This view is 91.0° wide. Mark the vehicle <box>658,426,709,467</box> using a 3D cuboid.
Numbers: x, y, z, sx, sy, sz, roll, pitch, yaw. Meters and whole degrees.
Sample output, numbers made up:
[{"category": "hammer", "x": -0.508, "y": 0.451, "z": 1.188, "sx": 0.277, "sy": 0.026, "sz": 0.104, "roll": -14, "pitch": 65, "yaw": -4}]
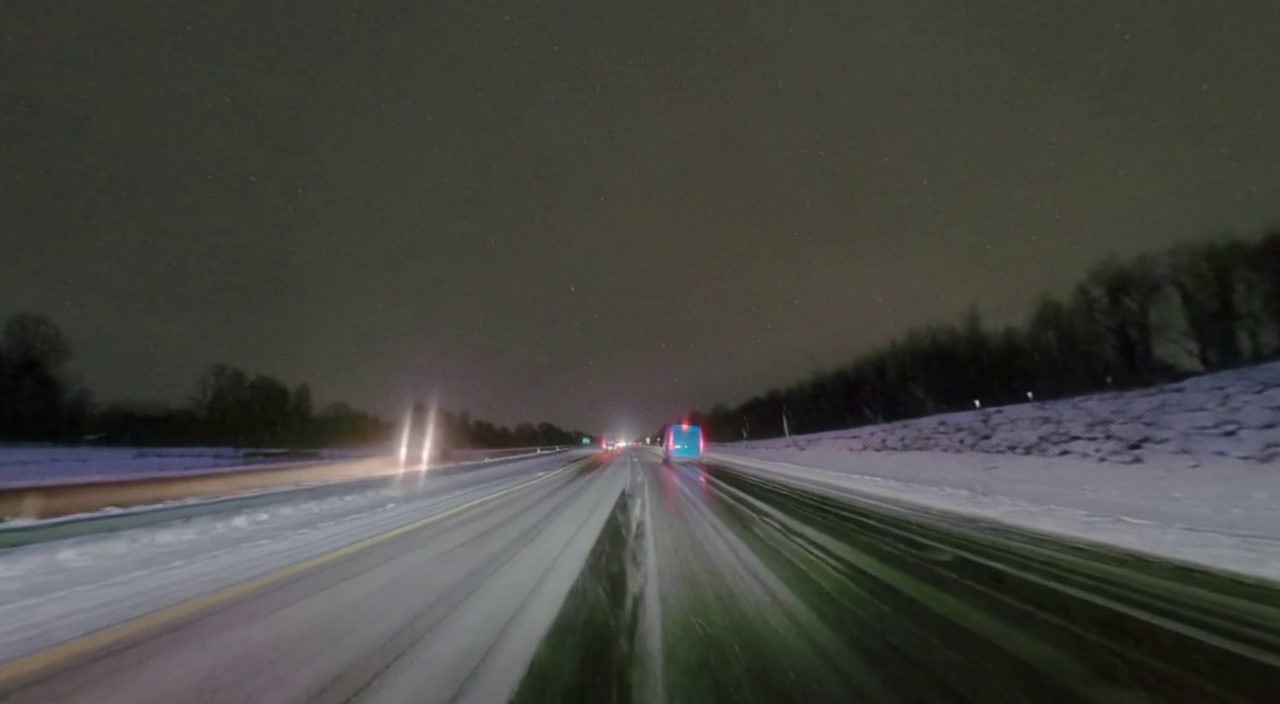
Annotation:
[{"category": "vehicle", "x": 2.284, "y": 5.104, "z": 34.219, "sx": 2.269, "sy": 2.048, "sz": 4.679, "roll": 0, "pitch": -8, "yaw": -2}]

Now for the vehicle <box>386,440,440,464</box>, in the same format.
[{"category": "vehicle", "x": -14.850, "y": 6.533, "z": 41.444, "sx": 1.972, "sy": 1.472, "sz": 4.536, "roll": -1, "pitch": -8, "yaw": -1}]

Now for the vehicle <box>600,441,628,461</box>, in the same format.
[{"category": "vehicle", "x": -2.007, "y": 7.718, "z": 49.165, "sx": 2.005, "sy": 1.466, "sz": 3.739, "roll": -1, "pitch": -8, "yaw": -1}]
